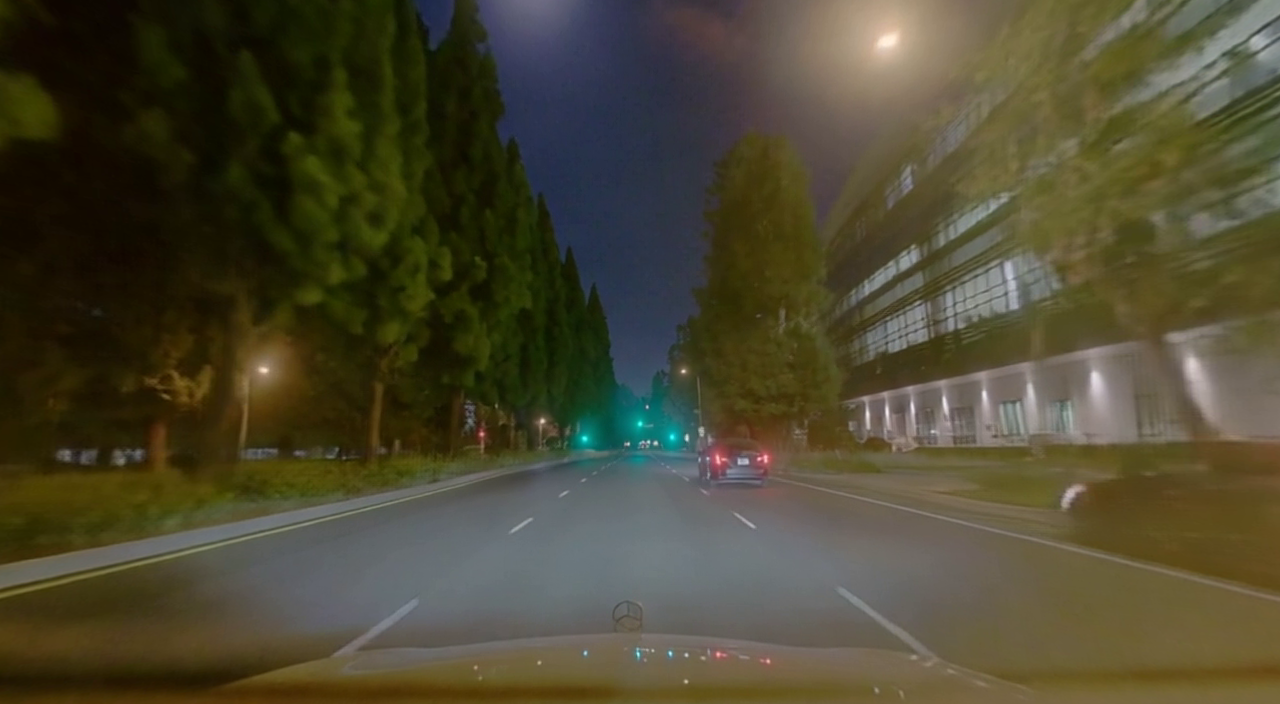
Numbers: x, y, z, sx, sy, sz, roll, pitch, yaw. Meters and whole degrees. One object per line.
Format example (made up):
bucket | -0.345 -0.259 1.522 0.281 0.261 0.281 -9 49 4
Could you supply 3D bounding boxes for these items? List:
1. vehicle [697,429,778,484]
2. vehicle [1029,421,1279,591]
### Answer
vehicle | 3.370 3.717 22.746 2.083 1.743 4.354 0 -8 -1
vehicle | 6.747 1.517 6.698 1.918 1.544 4.871 -1 -8 -3
